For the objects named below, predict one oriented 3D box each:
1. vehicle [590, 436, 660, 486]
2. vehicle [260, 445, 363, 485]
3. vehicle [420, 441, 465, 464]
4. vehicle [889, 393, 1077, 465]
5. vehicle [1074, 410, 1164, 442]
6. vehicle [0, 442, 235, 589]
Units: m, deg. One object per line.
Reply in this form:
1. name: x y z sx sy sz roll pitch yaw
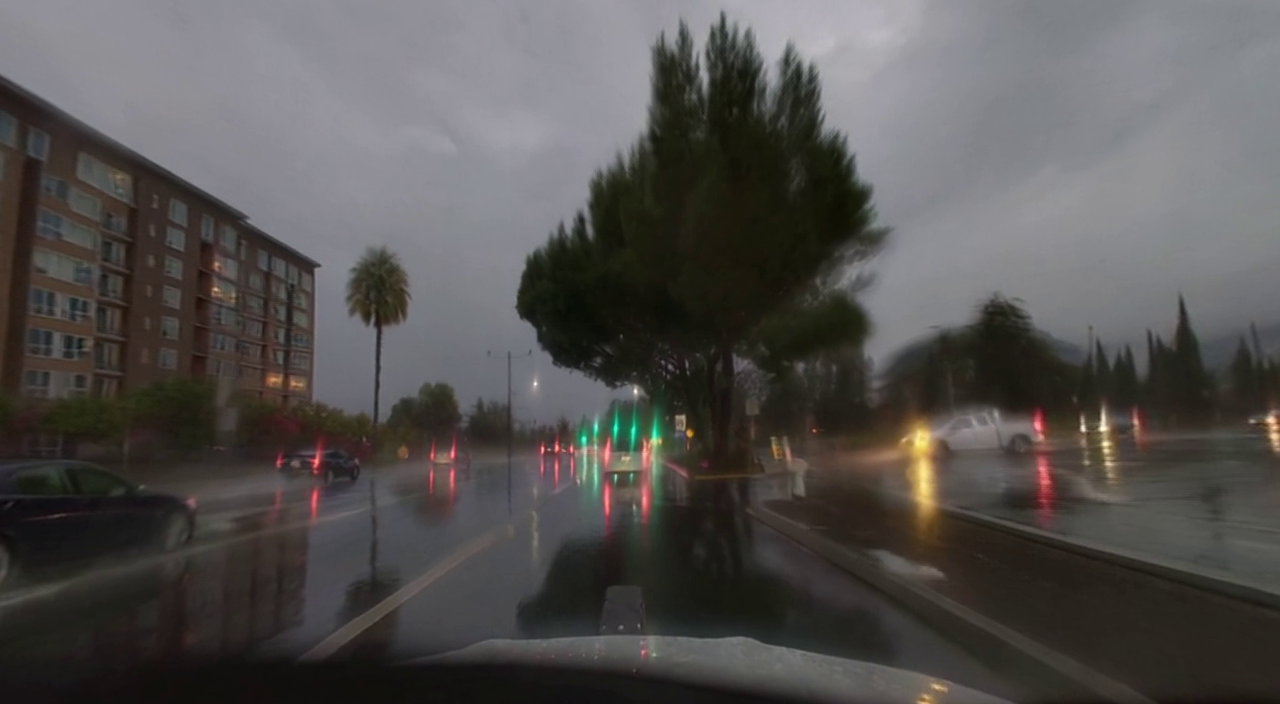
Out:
1. vehicle: -0.481 3.580 21.106 2.099 1.469 4.389 0 -8 -1
2. vehicle: -13.470 4.642 26.268 2.024 1.484 4.592 0 -8 -3
3. vehicle: -14.902 7.616 47.964 2.064 1.686 4.380 0 -8 -1
4. vehicle: 12.490 2.818 23.317 5.253 2.014 2.666 -5 -7 -5
5. vehicle: 27.774 4.262 36.689 3.745 1.450 1.750 -5 -6 -4
6. vehicle: -7.339 1.818 7.634 1.906 1.449 4.576 0 -8 -1
